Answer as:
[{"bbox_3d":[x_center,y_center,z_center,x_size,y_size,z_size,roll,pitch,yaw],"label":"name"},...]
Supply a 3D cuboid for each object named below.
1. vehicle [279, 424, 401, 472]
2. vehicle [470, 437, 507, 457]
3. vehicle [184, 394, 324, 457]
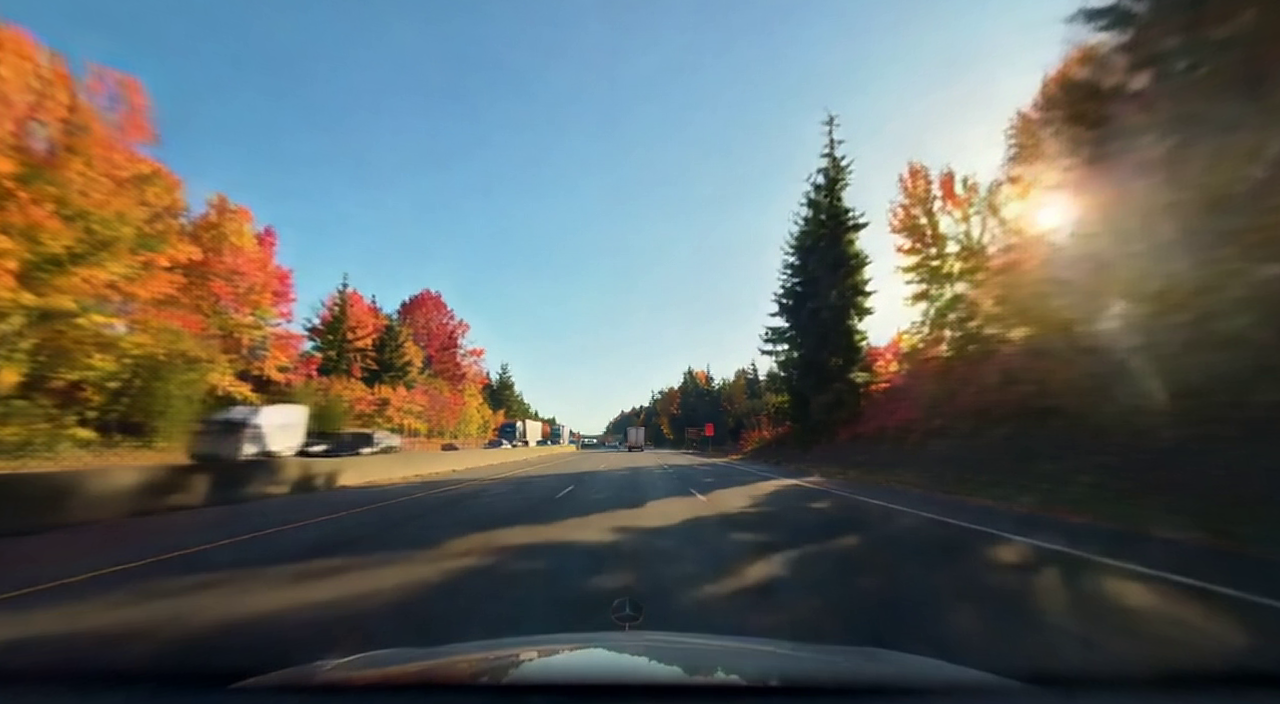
[{"bbox_3d":[-11.255,3.650,24.104,2.186,1.626,4.920,0,-8,1],"label":"vehicle"},{"bbox_3d":[-11.958,7.515,49.989,1.925,1.490,4.372,0,-8,-1],"label":"vehicle"},{"bbox_3d":[-15.351,3.040,25.500,2.181,2.282,5.340,0,-8,1],"label":"vehicle"}]
